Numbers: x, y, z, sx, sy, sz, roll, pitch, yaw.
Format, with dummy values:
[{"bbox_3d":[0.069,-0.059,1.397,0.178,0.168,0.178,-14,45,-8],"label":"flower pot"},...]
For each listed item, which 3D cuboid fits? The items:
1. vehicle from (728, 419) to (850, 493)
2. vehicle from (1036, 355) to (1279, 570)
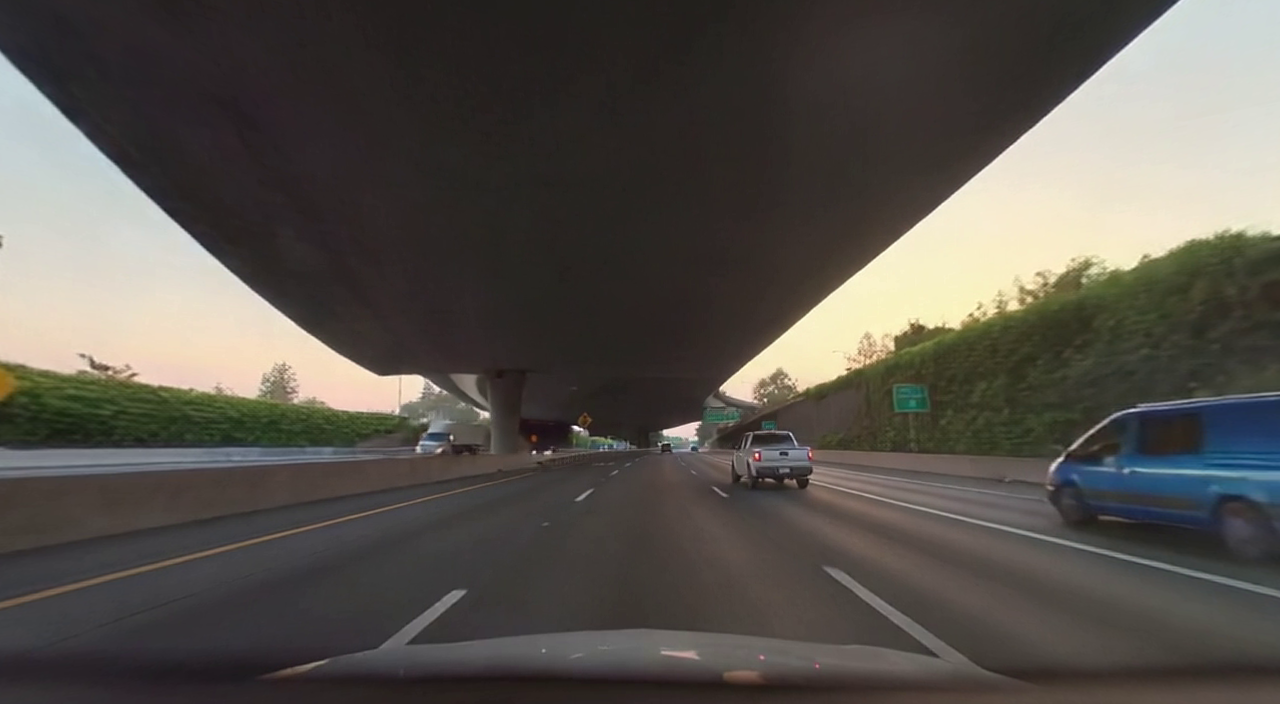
[{"bbox_3d":[4.531,3.294,20.330,2.505,2.020,5.532,0,-8,-1],"label":"vehicle"},{"bbox_3d":[8.057,1.393,8.171,2.229,2.317,5.399,0,-8,-1],"label":"vehicle"}]
